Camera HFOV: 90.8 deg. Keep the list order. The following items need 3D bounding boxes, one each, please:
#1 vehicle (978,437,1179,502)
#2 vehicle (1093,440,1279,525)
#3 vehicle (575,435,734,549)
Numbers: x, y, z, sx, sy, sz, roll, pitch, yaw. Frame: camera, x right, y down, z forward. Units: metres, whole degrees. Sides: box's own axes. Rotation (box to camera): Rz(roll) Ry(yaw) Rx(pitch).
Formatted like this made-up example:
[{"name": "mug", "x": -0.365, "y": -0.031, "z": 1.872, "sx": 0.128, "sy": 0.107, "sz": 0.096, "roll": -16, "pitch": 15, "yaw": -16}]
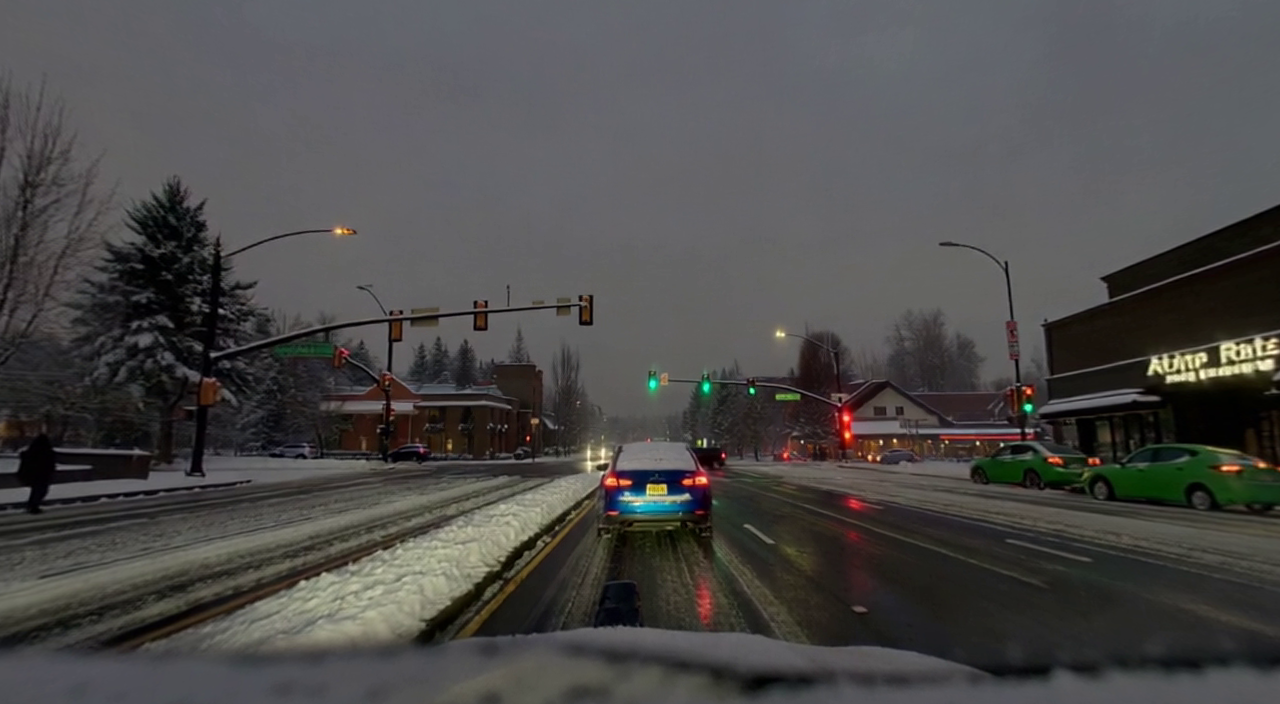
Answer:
[{"name": "vehicle", "x": 14.085, "y": 3.787, "z": 20.954, "sx": 2.309, "sy": 1.819, "sz": 5.793, "roll": 0, "pitch": -8, "yaw": -2}, {"name": "vehicle", "x": 14.187, "y": 3.049, "z": 15.535, "sx": 2.235, "sy": 1.721, "sz": 5.230, "roll": 0, "pitch": -8, "yaw": 1}, {"name": "vehicle", "x": 0.181, "y": 2.137, "z": 10.373, "sx": 2.067, "sy": 1.471, "sz": 4.241, "roll": 0, "pitch": -8, "yaw": 0}]
